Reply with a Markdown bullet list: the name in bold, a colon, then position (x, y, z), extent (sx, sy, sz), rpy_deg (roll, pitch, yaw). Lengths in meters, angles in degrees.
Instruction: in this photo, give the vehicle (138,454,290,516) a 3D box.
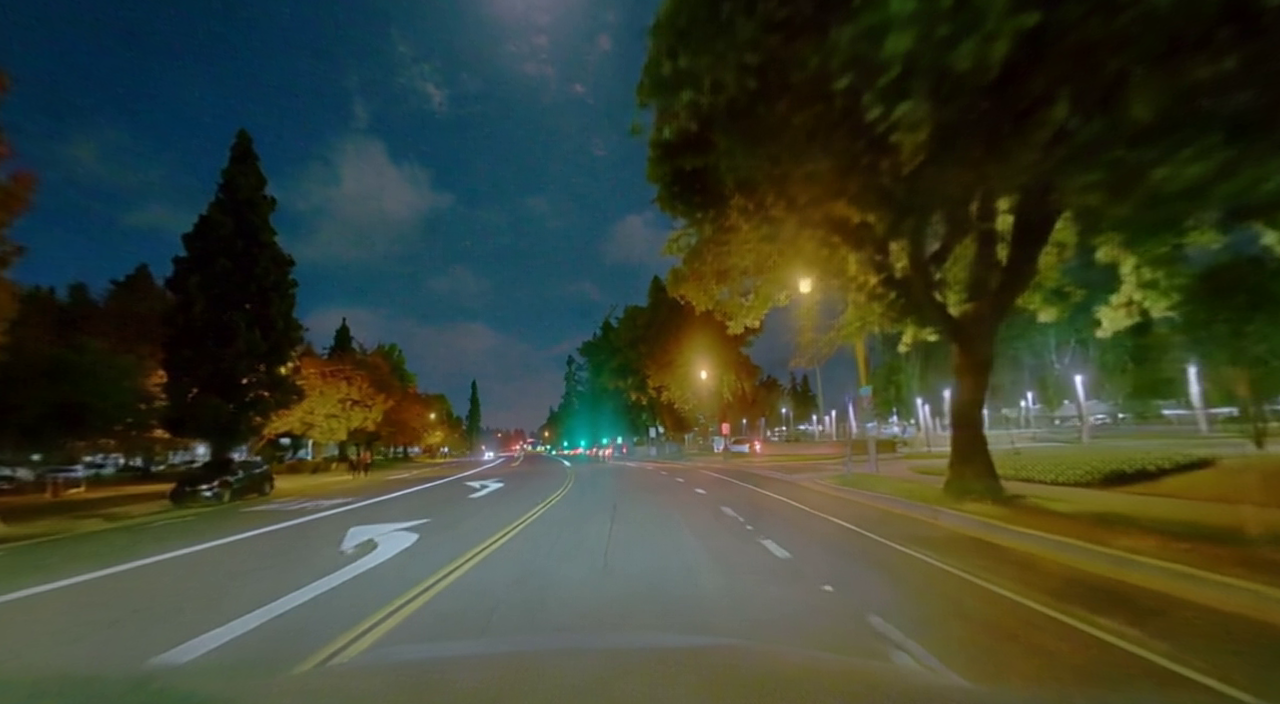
- **vehicle**: position (-13.713, 4.279, 20.753), extent (2.090, 1.680, 4.434), rpy_deg (-3, -10, -4)
